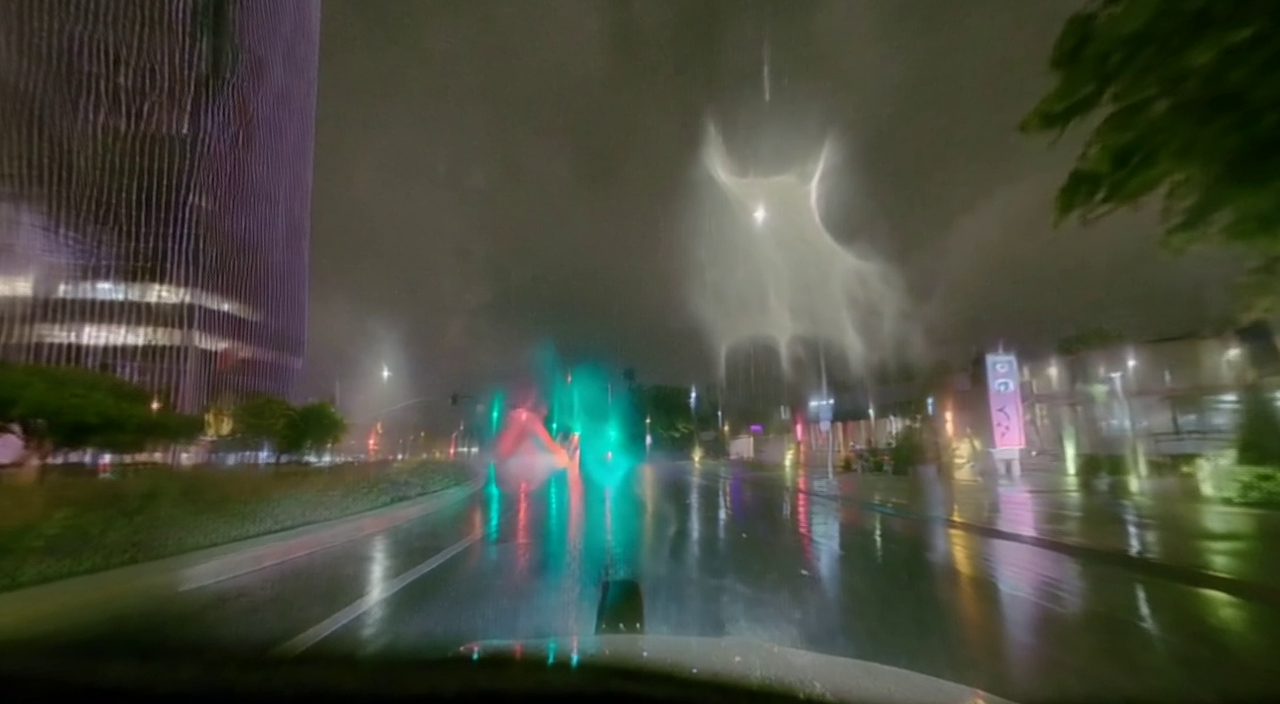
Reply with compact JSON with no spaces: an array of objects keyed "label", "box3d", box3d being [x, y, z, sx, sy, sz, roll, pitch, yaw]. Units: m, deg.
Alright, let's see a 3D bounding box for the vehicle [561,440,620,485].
[{"label":"vehicle","box3d":[-2.021,4.493,25.853,2.183,1.675,4.319,1,-9,-4]}]
